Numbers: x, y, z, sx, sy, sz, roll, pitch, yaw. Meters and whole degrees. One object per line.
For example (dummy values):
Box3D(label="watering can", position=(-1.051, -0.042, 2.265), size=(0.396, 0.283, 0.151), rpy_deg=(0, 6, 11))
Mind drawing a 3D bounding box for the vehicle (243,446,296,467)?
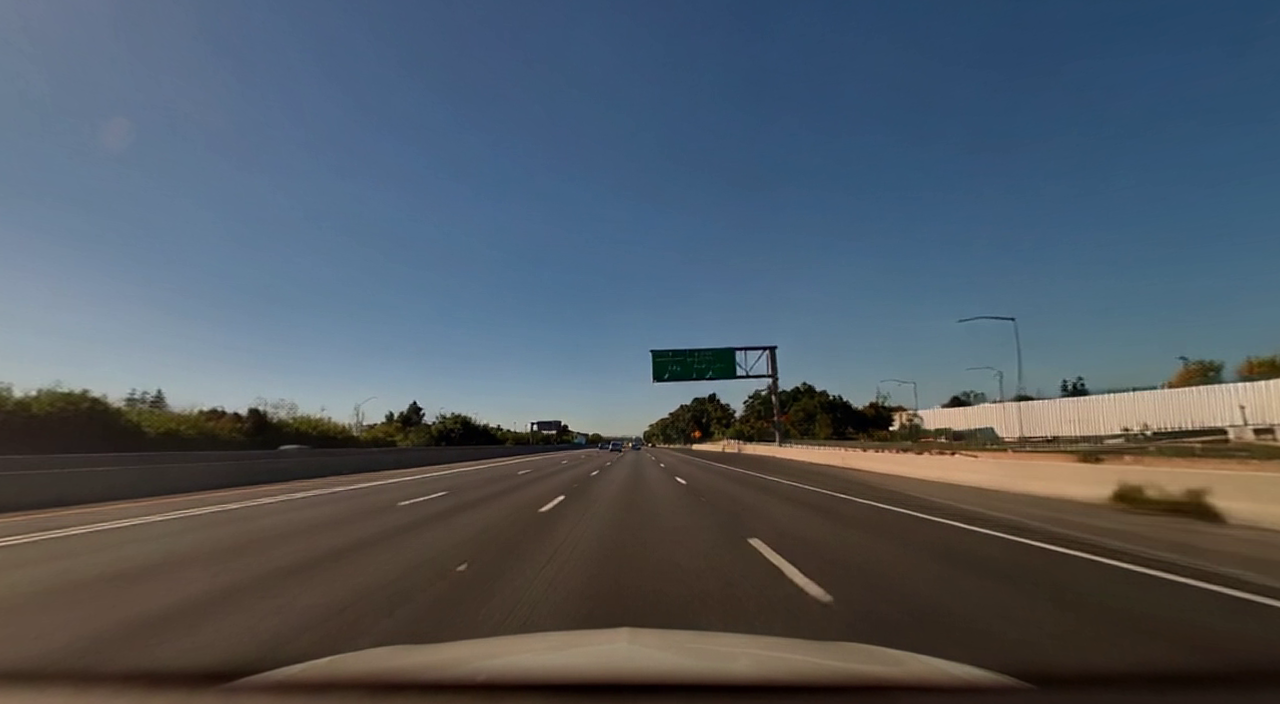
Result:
Box3D(label="vehicle", position=(-29.058, 8.174, 49.659), size=(1.717, 1.525, 3.814), rpy_deg=(0, -8, 1))
